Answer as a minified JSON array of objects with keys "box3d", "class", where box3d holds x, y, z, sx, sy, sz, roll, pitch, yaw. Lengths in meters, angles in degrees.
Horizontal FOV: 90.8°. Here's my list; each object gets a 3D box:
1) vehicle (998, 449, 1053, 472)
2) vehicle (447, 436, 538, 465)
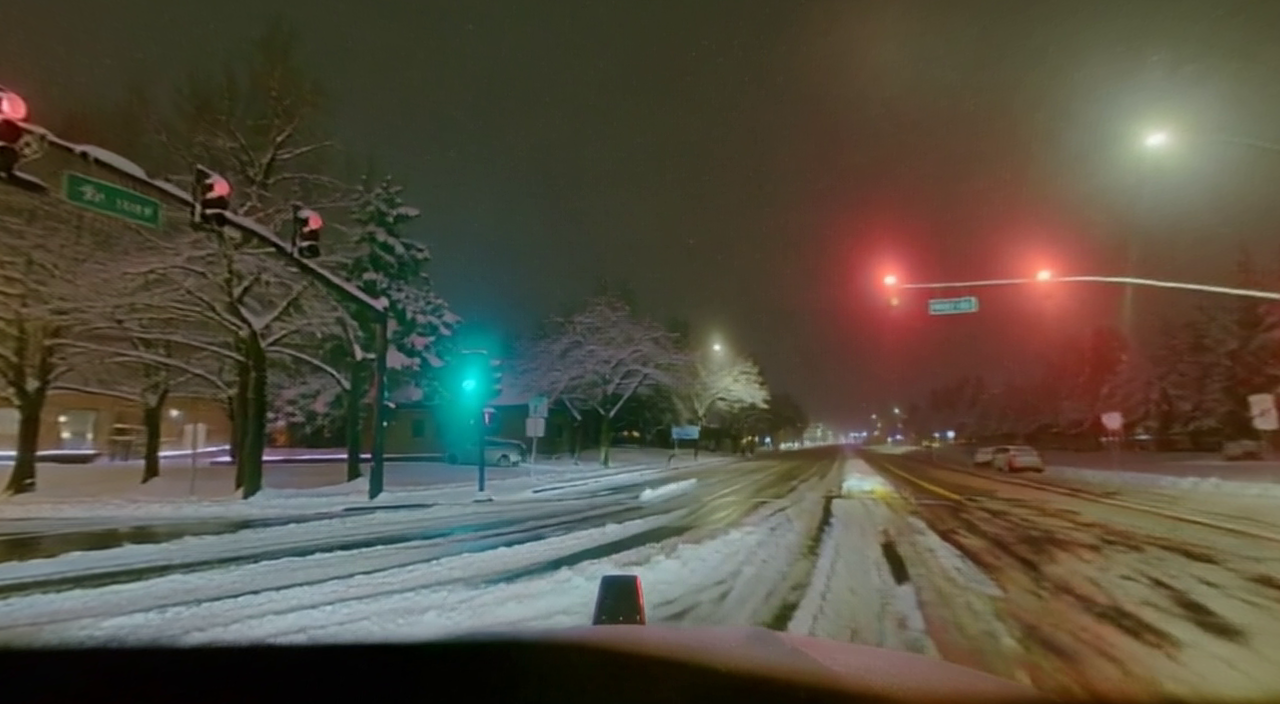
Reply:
[{"box3d":[25.788,7.240,42.443,1.893,1.454,4.483,-2,-9,15],"class":"vehicle"},{"box3d":[-8.572,5.711,36.776,4.765,1.593,1.891,-2,-9,13],"class":"vehicle"}]
